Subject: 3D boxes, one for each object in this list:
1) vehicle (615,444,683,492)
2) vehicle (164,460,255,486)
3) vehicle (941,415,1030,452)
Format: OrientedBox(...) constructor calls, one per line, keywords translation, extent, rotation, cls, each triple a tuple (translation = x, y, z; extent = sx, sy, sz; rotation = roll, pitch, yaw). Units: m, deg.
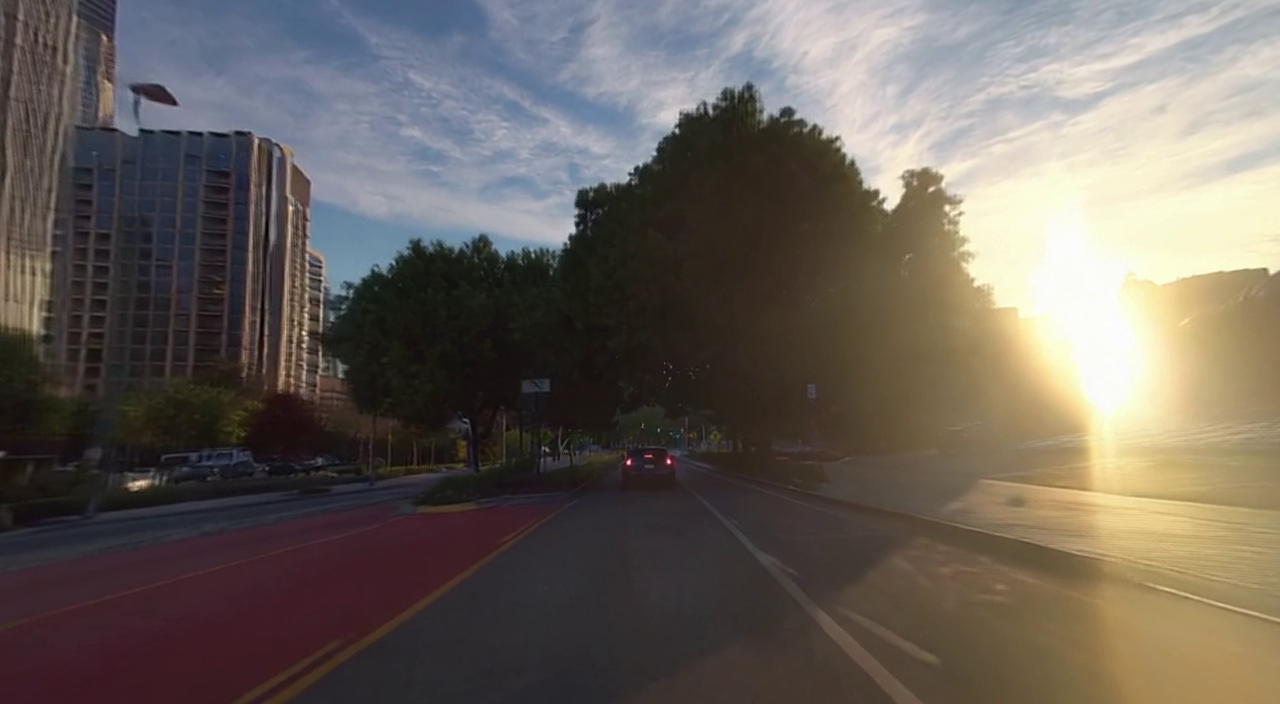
OrientedBox(translation=(0.279, 3.879, 21.402), extent=(2.063, 1.442, 4.135), rotation=(0, -9, 0), cls="vehicle")
OrientedBox(translation=(-30.159, 8.438, 44.208), extent=(4.962, 1.561, 1.997), rotation=(7, -11, -39), cls="vehicle")
OrientedBox(translation=(15.535, 3.749, 28.596), extent=(1.979, 1.460, 3.848), rotation=(-1, -10, 3), cls="vehicle")
